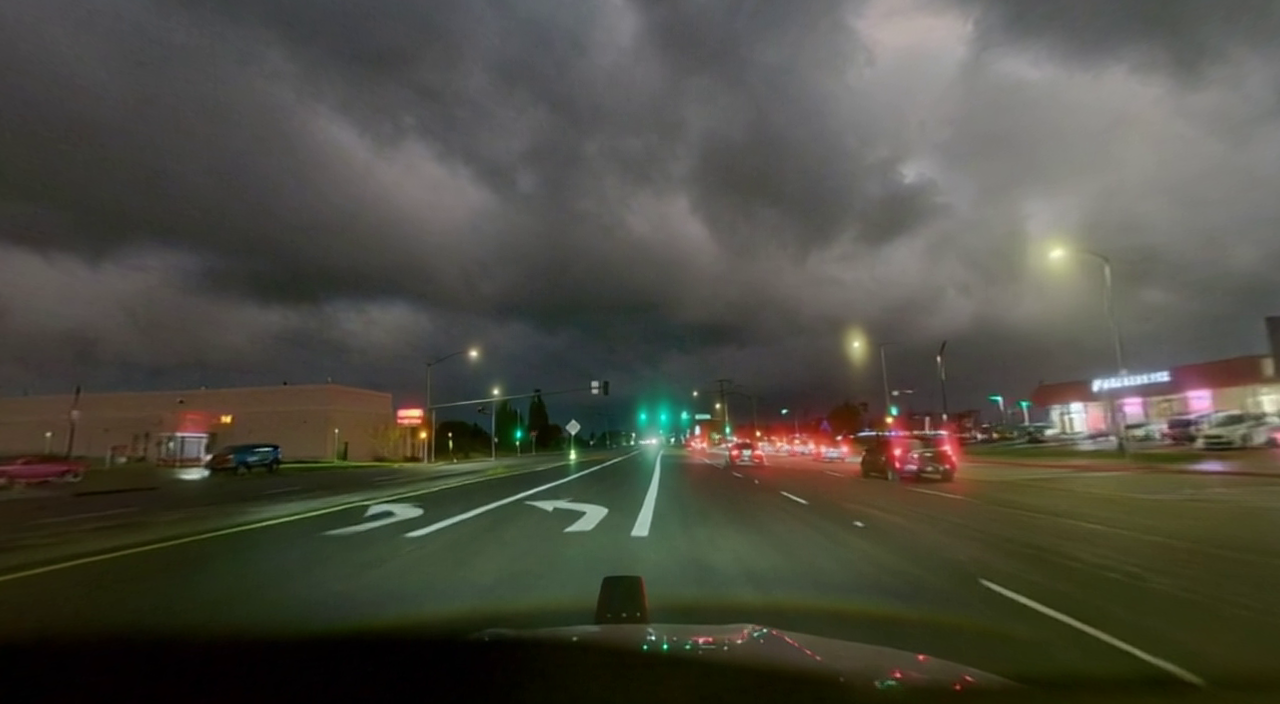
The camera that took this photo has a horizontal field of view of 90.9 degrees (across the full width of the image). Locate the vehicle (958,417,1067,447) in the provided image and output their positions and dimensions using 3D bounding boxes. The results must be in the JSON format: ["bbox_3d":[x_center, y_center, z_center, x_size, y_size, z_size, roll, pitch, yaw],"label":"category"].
[{"bbox_3d":[28.628,6.205,48.665,6.608,2.249,2.726,0,-9,0],"label":"vehicle"}]

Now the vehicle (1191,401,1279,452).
[{"bbox_3d":[27.725,3.373,27.846,2.340,2.048,6.148,-2,-9,14],"label":"vehicle"}]

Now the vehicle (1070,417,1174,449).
[{"bbox_3d":[27.982,4.755,36.675,4.326,1.788,1.984,0,-9,0],"label":"vehicle"}]

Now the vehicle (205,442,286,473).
[{"bbox_3d":[-29.651,7.941,47.644,2.298,2.186,5.973,0,-9,-1],"label":"vehicle"}]

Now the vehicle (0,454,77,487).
[{"bbox_3d":[-32.605,6.270,33.538,1.781,1.590,3.853,0,-9,-2],"label":"vehicle"}]

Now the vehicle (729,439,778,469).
[{"bbox_3d":[6.185,5.627,34.786,2.038,1.528,4.259,0,-9,1],"label":"vehicle"}]
